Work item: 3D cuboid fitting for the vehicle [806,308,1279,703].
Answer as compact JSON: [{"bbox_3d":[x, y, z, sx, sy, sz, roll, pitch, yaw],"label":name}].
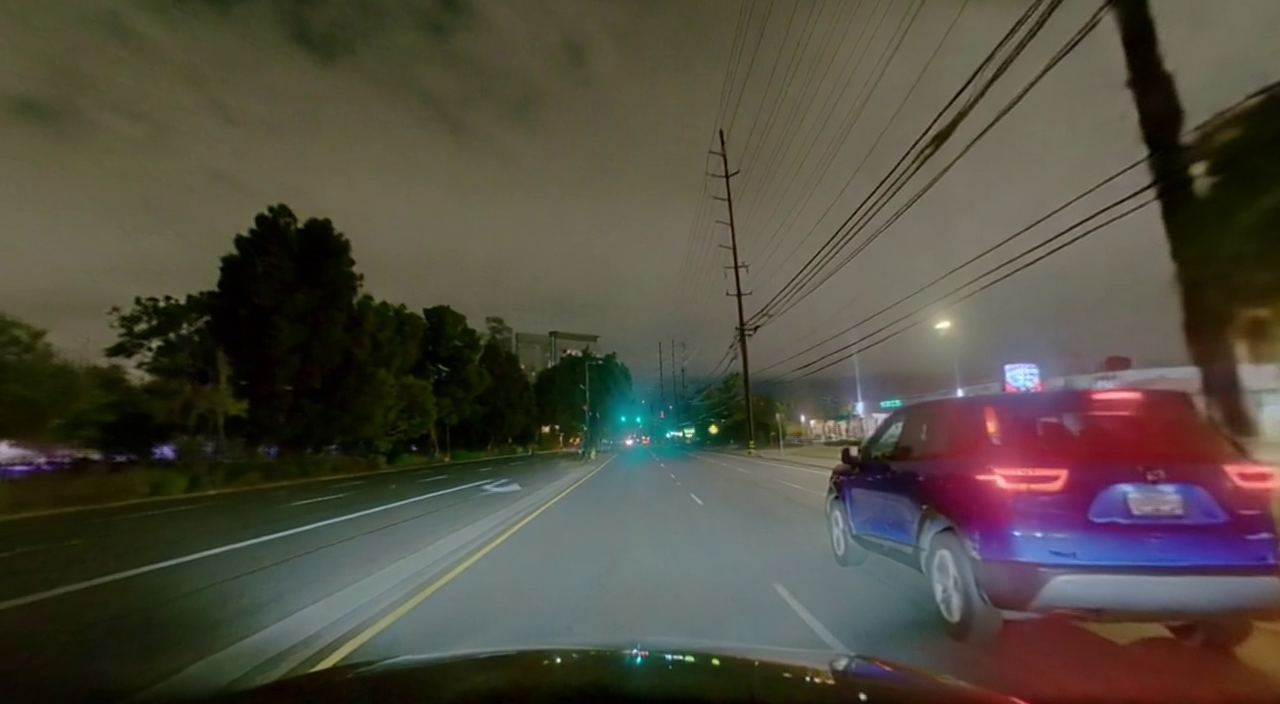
[{"bbox_3d":[3.008,1.049,4.961,2.060,1.820,4.713,0,-8,-1],"label":"vehicle"}]
